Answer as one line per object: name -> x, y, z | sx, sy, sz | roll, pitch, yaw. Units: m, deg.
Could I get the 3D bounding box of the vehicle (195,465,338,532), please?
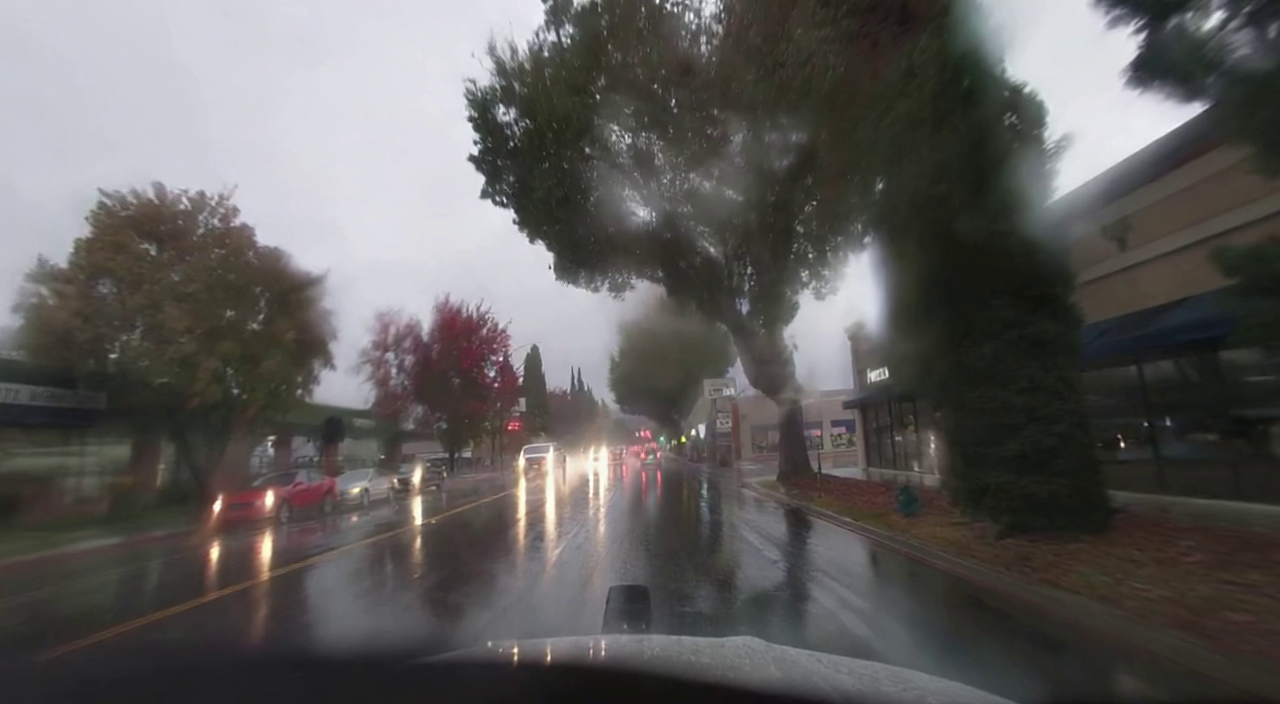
vehicle -> -11.146, 4.350, 19.177 | 1.946, 1.526, 3.954 | -2, -7, 0

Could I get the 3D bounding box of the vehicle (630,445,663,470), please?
vehicle -> 0.437, 6.745, 40.537 | 2.020, 1.478, 3.922 | 0, -8, 1

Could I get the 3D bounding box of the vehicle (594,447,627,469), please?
vehicle -> -2.103, 7.646, 45.610 | 2.099, 1.424, 4.609 | 0, -8, 1

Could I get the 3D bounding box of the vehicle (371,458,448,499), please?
vehicle -> -11.087, 6.087, 30.648 | 1.925, 1.709, 4.426 | -1, -8, 2

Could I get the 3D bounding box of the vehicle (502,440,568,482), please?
vehicle -> -5.829, 6.175, 36.018 | 2.644, 2.161, 5.825 | 0, -8, 1

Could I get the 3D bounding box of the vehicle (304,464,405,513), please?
vehicle -> -11.188, 5.345, 25.060 | 1.858, 1.469, 4.665 | -4, -9, 0
